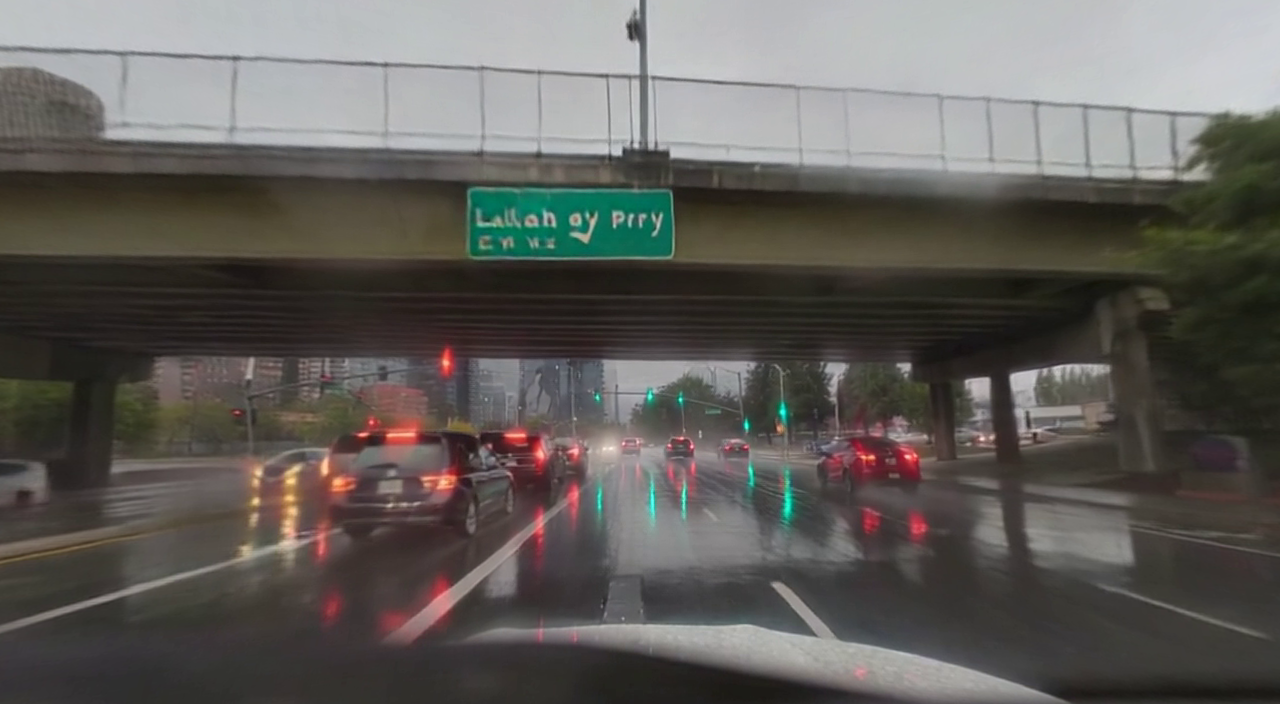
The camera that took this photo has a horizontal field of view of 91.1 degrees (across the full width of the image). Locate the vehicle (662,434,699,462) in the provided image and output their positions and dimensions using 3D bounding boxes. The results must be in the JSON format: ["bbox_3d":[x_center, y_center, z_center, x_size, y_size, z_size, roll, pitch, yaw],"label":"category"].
[{"bbox_3d":[2.664,6.429,41.960,2.034,1.762,4.420,0,-8,-2],"label":"vehicle"}]

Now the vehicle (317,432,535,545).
[{"bbox_3d":[-3.177,2.104,10.403,2.041,1.466,4.212,0,-8,1],"label":"vehicle"}]

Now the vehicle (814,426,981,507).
[{"bbox_3d":[5.875,2.669,15.086,2.056,1.624,4.498,0,-8,-1],"label":"vehicle"}]

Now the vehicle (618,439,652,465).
[{"bbox_3d":[-0.331,6.141,38.657,2.026,1.453,3.780,0,-8,-1],"label":"vehicle"}]

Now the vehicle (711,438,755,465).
[{"bbox_3d":[5.695,6.162,39.066,1.924,1.527,4.268,0,-8,-2],"label":"vehicle"}]

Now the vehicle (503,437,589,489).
[{"bbox_3d":[-2.870,3.511,20.215,1.980,1.491,4.351,0,-8,1],"label":"vehicle"}]

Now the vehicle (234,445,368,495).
[{"bbox_3d":[-11.231,3.905,21.191,1.891,1.406,4.222,2,-9,4],"label":"vehicle"}]
